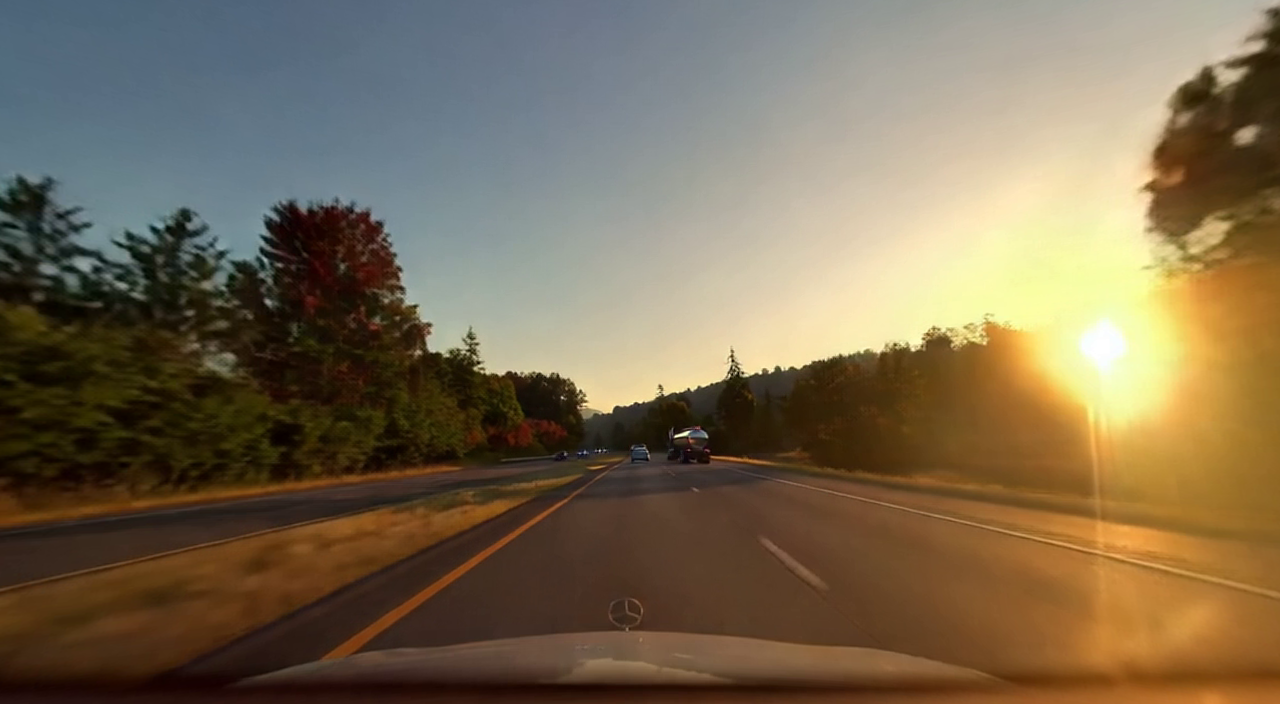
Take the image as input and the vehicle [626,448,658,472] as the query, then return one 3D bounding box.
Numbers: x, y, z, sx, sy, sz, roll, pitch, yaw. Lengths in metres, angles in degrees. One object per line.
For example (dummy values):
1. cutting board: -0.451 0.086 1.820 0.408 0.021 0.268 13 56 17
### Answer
1. vehicle: 0.122 6.707 39.198 1.926 1.386 3.615 0 -9 0
